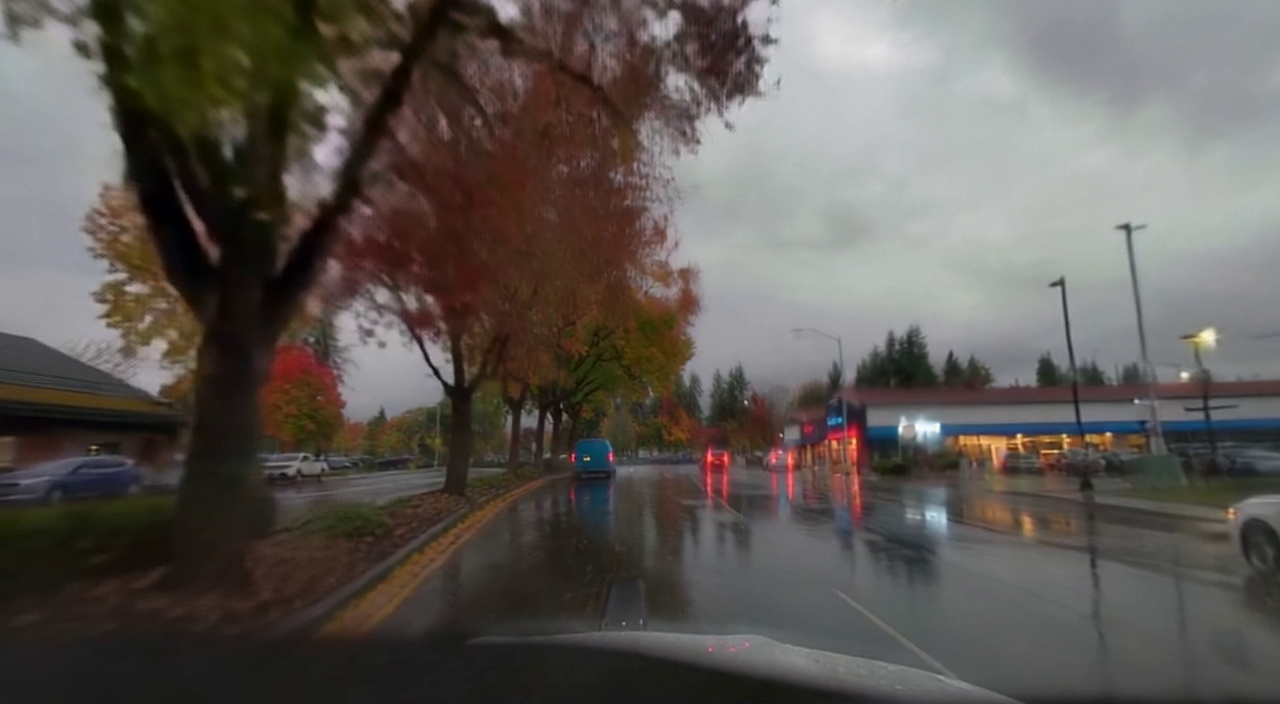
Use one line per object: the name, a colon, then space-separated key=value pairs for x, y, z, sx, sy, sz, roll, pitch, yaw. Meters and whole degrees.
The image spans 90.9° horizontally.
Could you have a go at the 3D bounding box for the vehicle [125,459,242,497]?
vehicle: x=-18.890 y=5.207 z=26.350 sx=1.737 sy=1.349 sz=4.014 roll=0 pitch=-9 yaw=3

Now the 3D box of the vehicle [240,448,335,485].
vehicle: x=-18.884 y=6.129 z=34.157 sx=1.914 sy=1.785 sz=5.408 roll=0 pitch=-8 yaw=1

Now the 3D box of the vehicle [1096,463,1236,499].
vehicle: x=27.994 y=6.857 z=33.697 sx=5.680 sy=1.772 sz=2.071 roll=0 pitch=-9 yaw=-2

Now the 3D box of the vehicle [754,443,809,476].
vehicle: x=7.880 y=6.047 z=35.622 sx=2.040 sy=1.738 sz=4.414 roll=0 pitch=-9 yaw=0

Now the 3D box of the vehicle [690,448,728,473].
vehicle: x=4.298 y=6.770 z=39.735 sx=1.886 sy=1.464 sz=4.290 roll=0 pitch=-9 yaw=0

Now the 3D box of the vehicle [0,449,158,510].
vehicle: x=-19.159 y=4.146 z=21.088 sx=2.137 sy=1.723 sz=4.850 roll=0 pitch=-8 yaw=1

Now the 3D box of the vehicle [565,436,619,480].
vehicle: x=-2.227 y=4.991 z=29.954 sx=2.344 sy=1.863 sz=4.665 roll=0 pitch=-9 yaw=-3
